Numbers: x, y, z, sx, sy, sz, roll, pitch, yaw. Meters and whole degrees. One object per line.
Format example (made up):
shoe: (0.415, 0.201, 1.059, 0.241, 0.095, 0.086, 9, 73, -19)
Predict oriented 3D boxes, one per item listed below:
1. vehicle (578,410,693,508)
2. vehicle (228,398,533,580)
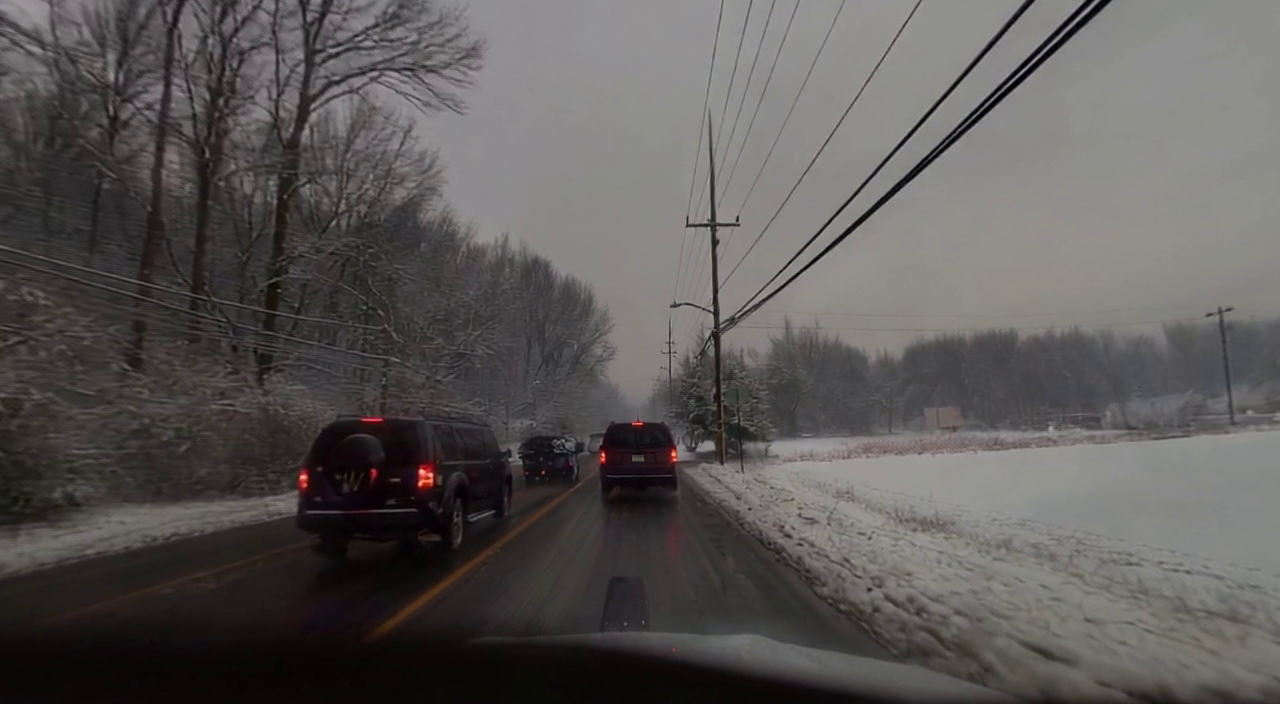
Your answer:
vehicle: (-0.006, 2.406, 14.474, 2.241, 1.912, 4.095, -1, -8, 2)
vehicle: (-2.986, 1.705, 8.656, 2.062, 1.796, 4.657, -1, -8, 2)
